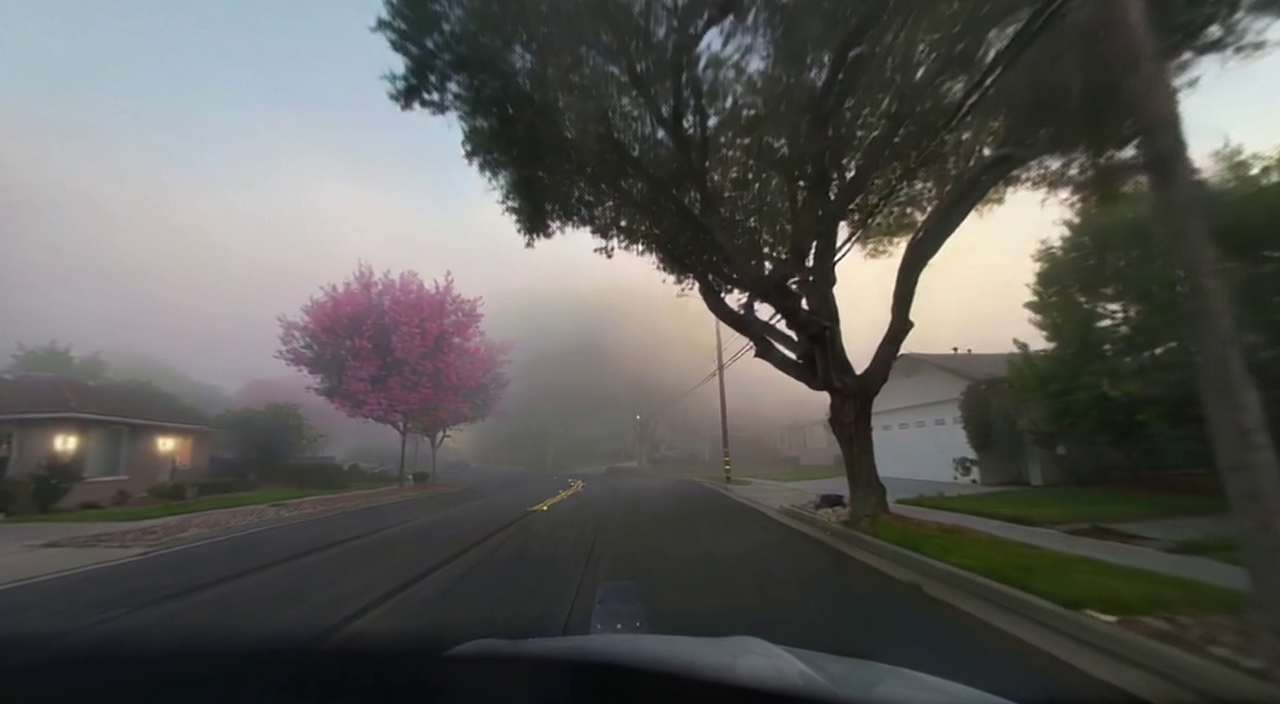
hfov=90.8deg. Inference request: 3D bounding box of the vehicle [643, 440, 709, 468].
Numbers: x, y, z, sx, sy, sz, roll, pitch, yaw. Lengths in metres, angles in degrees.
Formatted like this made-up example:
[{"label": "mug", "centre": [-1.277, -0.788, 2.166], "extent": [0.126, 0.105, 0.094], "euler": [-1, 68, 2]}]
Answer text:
[{"label": "vehicle", "centre": [2.704, 7.611, 47.461], "extent": [4.459, 1.738, 1.930], "euler": [0, -8, -28]}]
